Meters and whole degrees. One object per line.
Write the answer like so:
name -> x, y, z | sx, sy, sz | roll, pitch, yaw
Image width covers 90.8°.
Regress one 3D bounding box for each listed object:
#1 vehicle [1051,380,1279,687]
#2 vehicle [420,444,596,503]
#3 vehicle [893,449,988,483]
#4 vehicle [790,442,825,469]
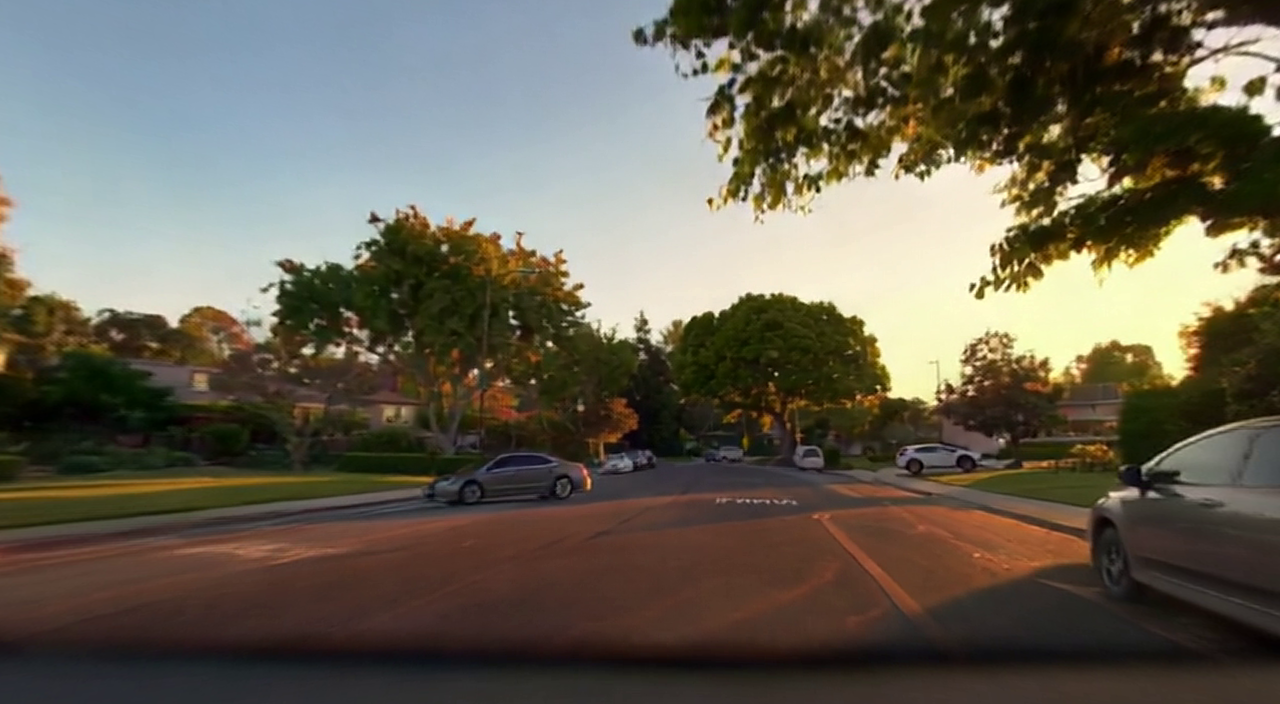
vehicle -> 5.114, 1.196, 4.397 | 2.154, 1.855, 4.689 | -2, -9, 12
vehicle -> -3.858, 3.488, 18.529 | 4.750, 1.559, 1.928 | 3, -9, -22
vehicle -> 17.835, 6.751, 37.740 | 4.733, 1.843, 2.005 | -1, -8, 11
vehicle -> 12.652, 7.850, 47.987 | 2.051, 1.925, 4.625 | -1, -9, 9
